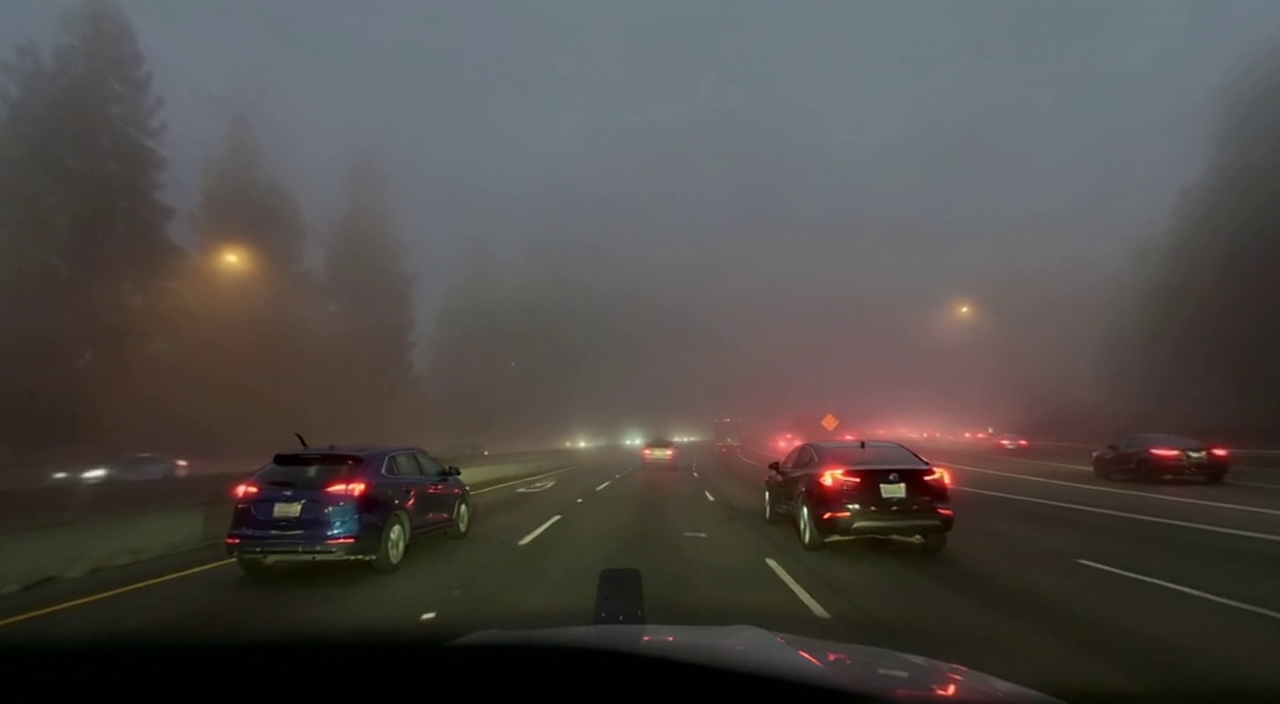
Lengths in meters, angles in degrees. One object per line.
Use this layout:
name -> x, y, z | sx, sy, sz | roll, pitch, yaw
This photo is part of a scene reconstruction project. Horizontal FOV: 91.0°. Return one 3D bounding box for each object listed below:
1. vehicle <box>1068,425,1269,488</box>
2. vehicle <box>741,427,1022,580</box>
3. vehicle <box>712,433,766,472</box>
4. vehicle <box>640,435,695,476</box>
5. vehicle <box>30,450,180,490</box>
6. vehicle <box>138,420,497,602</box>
vehicle -> 14.652, 2.939, 17.928 | 1.976, 1.548, 4.687 | -1, -9, 6
vehicle -> 2.752, 1.852, 8.543 | 2.009, 1.489, 4.559 | 0, -9, 0
vehicle -> 4.602, 4.755, 29.849 | 2.076, 1.684, 4.241 | -1, -9, 4
vehicle -> 1.219, 4.477, 27.329 | 2.201, 1.614, 3.803 | -1, -9, 4
vehicle -> -22.533, 4.960, 26.855 | 1.932, 1.518, 4.817 | -1, -9, 4
vehicle -> -3.327, 1.728, 7.773 | 1.937, 1.558, 4.469 | 0, -9, 2
